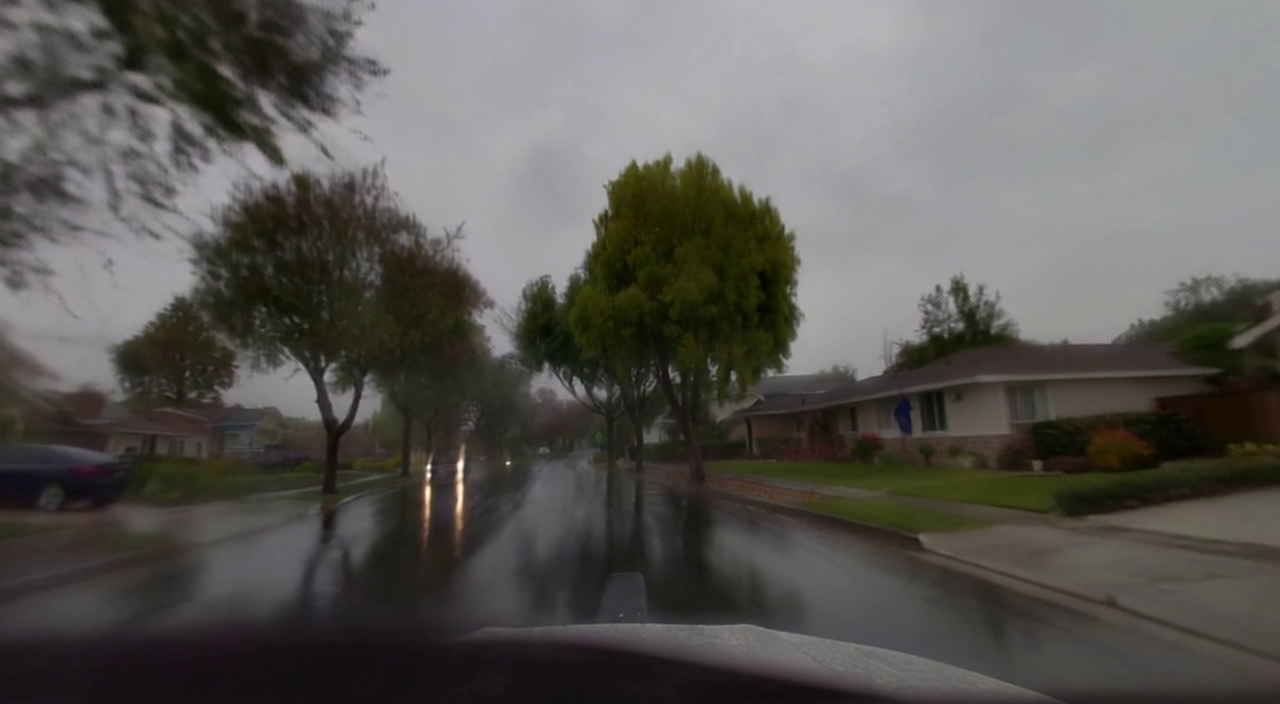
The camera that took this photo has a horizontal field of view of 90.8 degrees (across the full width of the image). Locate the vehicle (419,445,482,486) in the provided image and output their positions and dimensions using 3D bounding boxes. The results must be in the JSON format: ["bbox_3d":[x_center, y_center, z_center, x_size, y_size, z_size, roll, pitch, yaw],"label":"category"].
[{"bbox_3d":[-8.939,5.354,30.169,2.217,1.751,4.763,1,-9,-9],"label":"vehicle"}]
